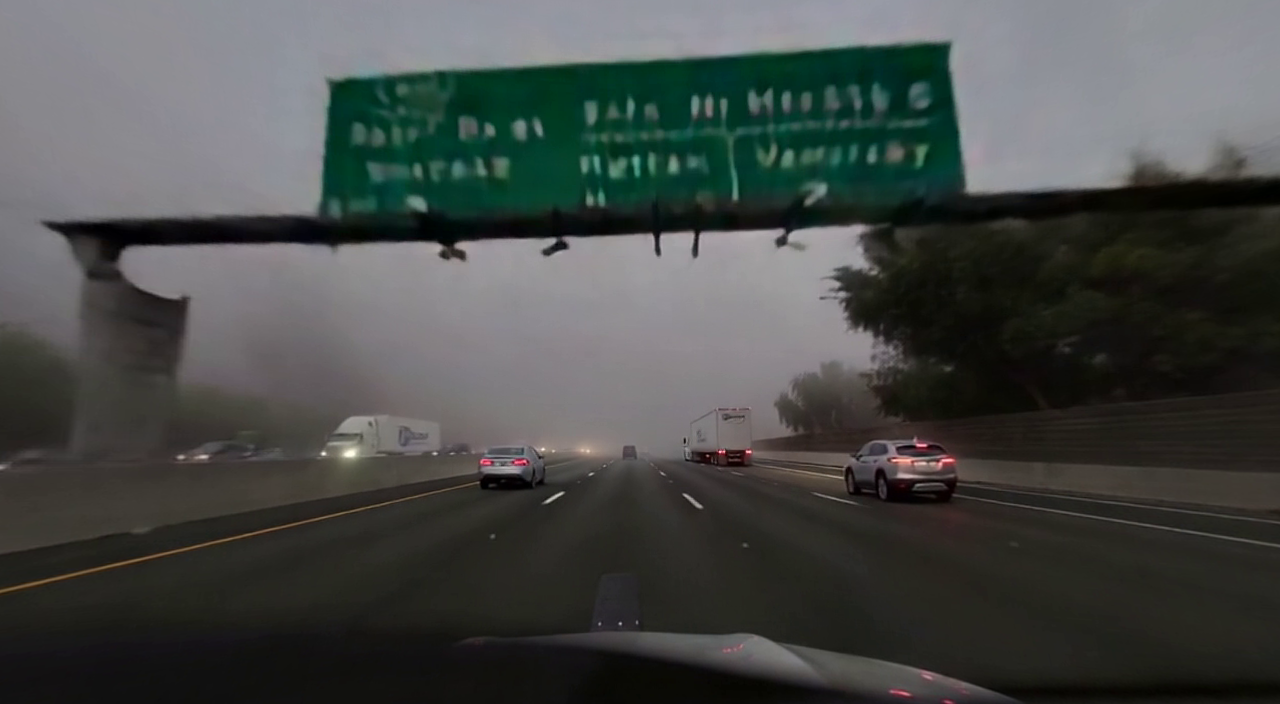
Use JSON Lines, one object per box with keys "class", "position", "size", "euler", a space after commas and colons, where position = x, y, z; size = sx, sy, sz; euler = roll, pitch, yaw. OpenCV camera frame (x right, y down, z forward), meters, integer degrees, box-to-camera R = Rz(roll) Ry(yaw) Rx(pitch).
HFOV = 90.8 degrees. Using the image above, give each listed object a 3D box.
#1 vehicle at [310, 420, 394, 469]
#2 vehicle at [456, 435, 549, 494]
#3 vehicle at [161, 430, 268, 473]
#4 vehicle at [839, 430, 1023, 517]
{"class": "vehicle", "position": [-20.859, 6.780, 46.248], "size": [2.949, 3.338, 6.668], "euler": [0, -9, 0]}
{"class": "vehicle", "position": [-4.214, 3.516, 20.048], "size": [2.027, 1.651, 4.099], "euler": [0, -9, 0]}
{"class": "vehicle", "position": [-24.388, 5.746, 36.584], "size": [2.205, 2.293, 5.841], "euler": [0, -9, -1]}
{"class": "vehicle", "position": [6.309, 2.679, 14.405], "size": [1.991, 1.647, 4.409], "euler": [0, -9, -1]}
